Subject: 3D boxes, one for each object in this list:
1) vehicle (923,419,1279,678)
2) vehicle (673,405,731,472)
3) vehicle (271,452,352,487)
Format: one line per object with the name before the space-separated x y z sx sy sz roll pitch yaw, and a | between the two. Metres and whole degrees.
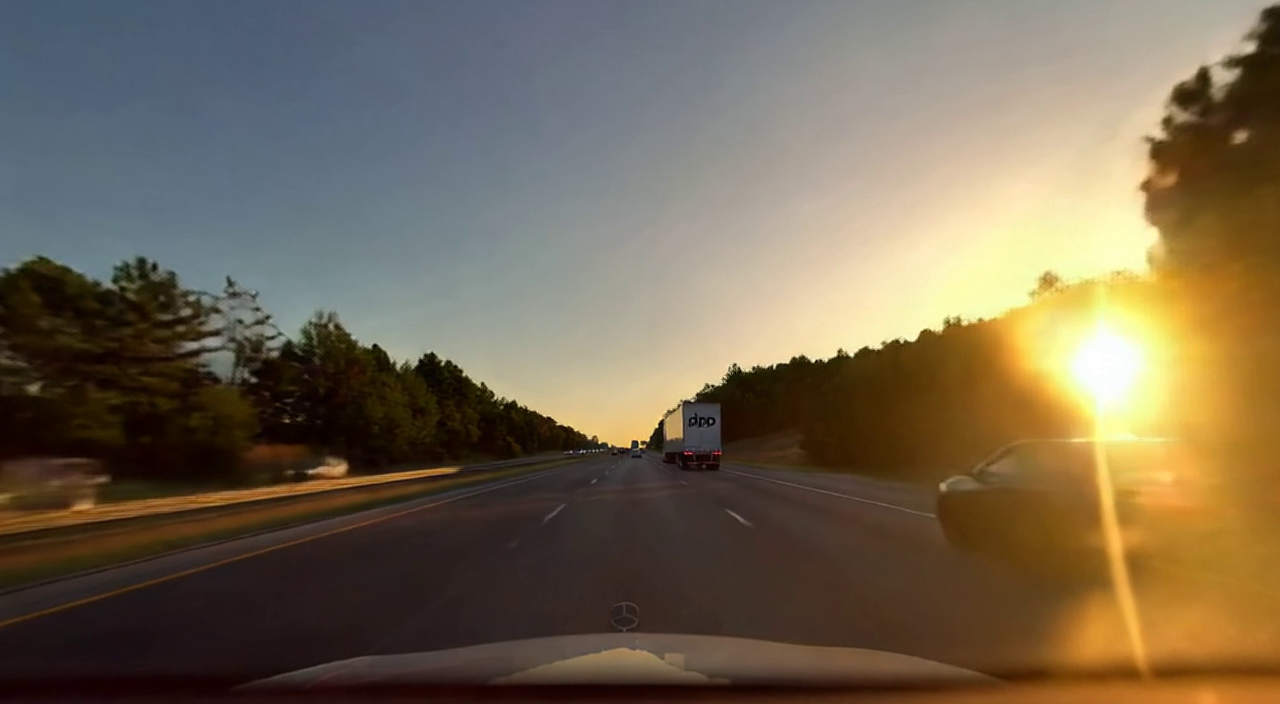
vehicle | 4.396 1.430 5.594 1.910 1.474 3.776 0 -9 -1
vehicle | 3.890 5.758 41.497 2.856 3.933 8.334 0 -9 -1
vehicle | -16.472 5.852 31.744 1.879 1.607 4.218 0 -9 -2
